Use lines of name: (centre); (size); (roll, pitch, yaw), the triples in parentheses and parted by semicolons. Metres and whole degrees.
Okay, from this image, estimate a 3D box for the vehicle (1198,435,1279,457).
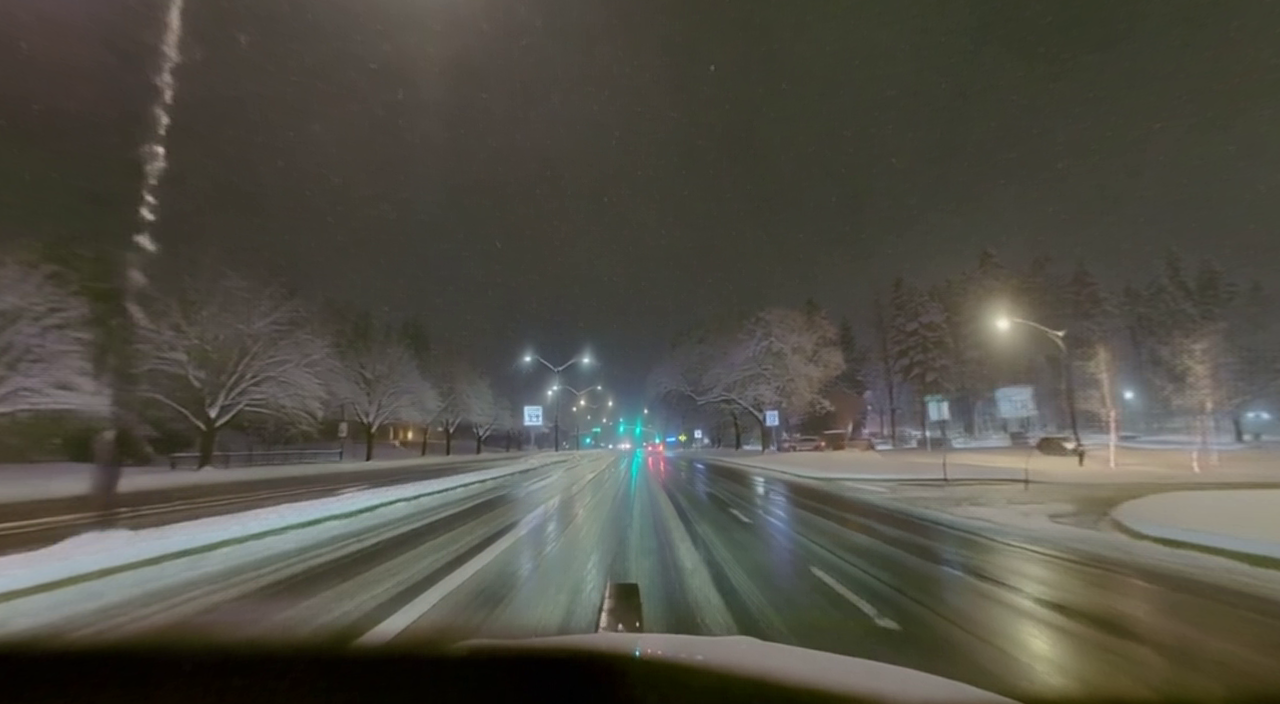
vehicle: (46.373, 7.251, 48.644); (2.007, 1.486, 4.744); (7, -13, -44)
